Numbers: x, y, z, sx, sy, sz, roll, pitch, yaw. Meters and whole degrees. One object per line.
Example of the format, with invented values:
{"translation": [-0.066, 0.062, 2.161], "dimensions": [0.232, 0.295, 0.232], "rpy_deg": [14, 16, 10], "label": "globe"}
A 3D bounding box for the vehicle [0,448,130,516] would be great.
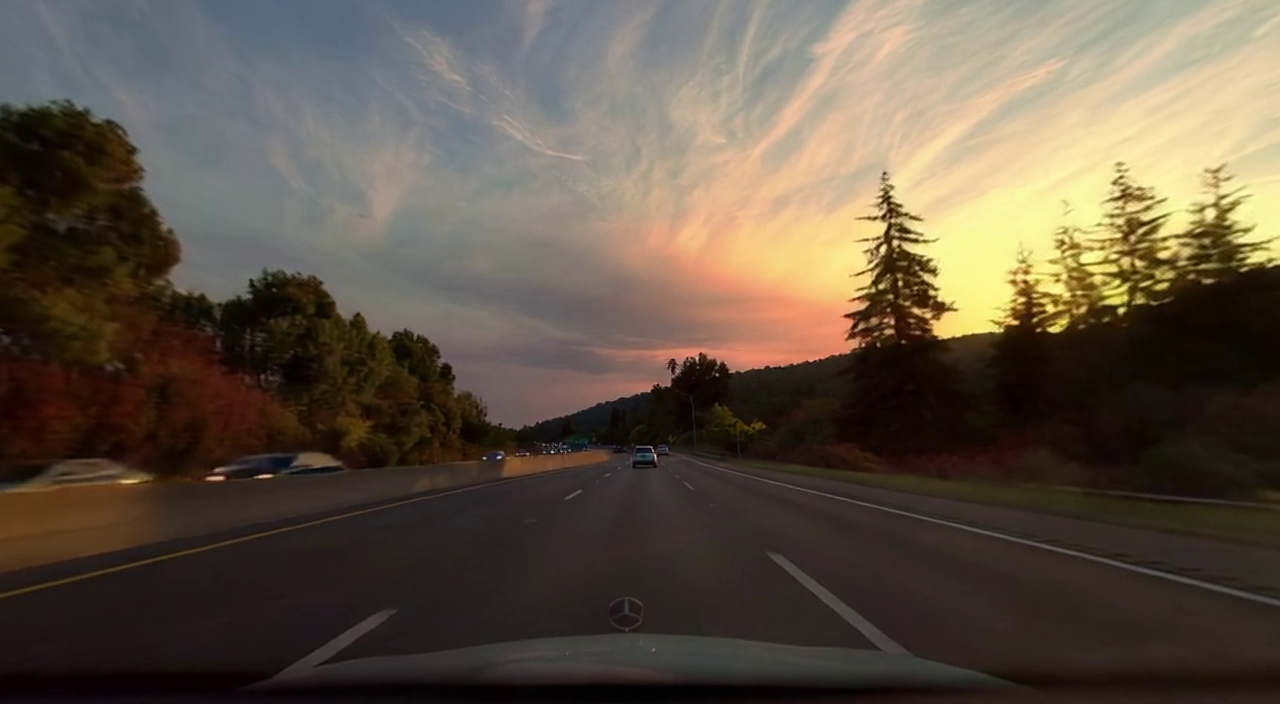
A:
{"translation": [-15.846, 3.208, 15.879], "dimensions": [2.078, 1.558, 4.558], "rpy_deg": [0, -9, 1], "label": "vehicle"}

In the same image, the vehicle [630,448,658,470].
{"translation": [0.281, 7.828, 46.228], "dimensions": [1.964, 1.483, 4.016], "rpy_deg": [0, -9, 0], "label": "vehicle"}

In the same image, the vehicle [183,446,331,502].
{"translation": [-11.814, 3.772, 19.844], "dimensions": [1.949, 1.547, 4.188], "rpy_deg": [0, -9, 1], "label": "vehicle"}
